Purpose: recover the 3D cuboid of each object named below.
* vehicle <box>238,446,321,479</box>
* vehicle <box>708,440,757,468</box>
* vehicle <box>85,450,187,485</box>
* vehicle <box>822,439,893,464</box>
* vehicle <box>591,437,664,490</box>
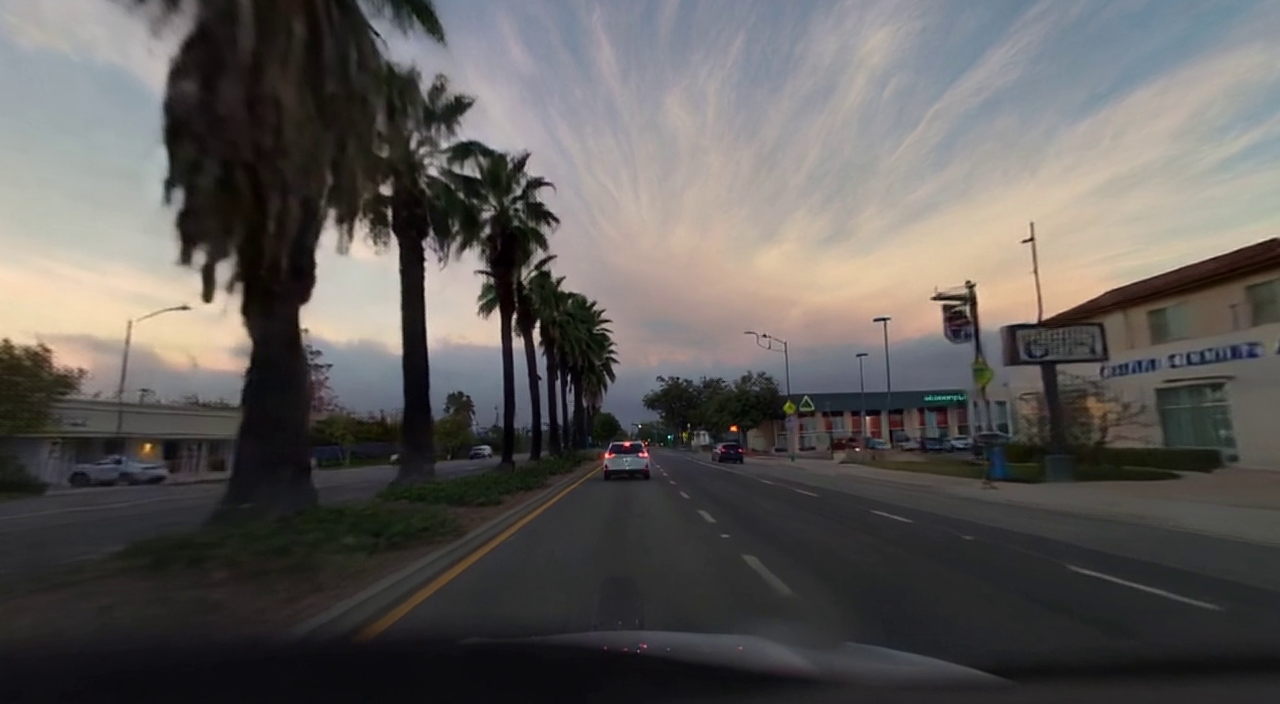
[{"bbox_3d":[-19.302,5.918,34.050,2.021,1.666,4.247,0,-9,-1],"label":"vehicle"},{"bbox_3d":[5.744,6.383,39.727,2.244,1.618,4.585,0,-9,-2],"label":"vehicle"},{"bbox_3d":[-27.047,6.170,34.151,1.934,1.736,4.341,0,-9,-1],"label":"vehicle"},{"bbox_3d":[15.752,7.199,45.890,4.358,1.732,2.129,0,-9,-3],"label":"vehicle"},{"bbox_3d":[-0.367,3.529,20.293,2.106,1.496,3.964,0,-9,0],"label":"vehicle"}]
